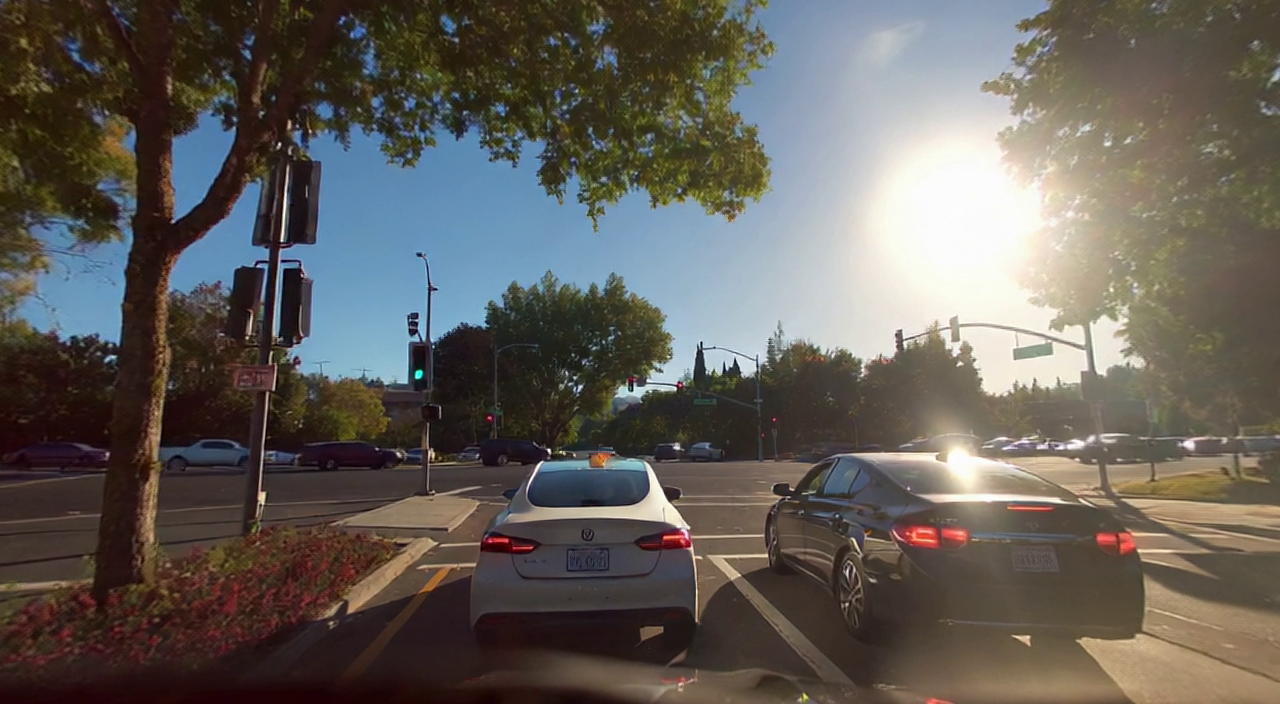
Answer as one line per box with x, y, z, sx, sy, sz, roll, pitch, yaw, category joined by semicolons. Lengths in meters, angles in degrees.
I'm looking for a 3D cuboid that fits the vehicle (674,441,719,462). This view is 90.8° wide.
4.287;7.489;47.488;1.935;1.476;4.849;-4;-9;23;vehicle

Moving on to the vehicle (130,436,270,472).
-19.546;4.553;28.356;4.709;1.514;1.985;3;-9;-21;vehicle

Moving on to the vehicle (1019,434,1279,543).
9.299;2.336;11.450;1.993;1.505;4.721;3;-9;0;vehicle

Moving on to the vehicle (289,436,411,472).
-12.767;4.508;28.047;4.671;1.465;1.934;4;-9;-24;vehicle

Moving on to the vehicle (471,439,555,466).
-7.500;5.942;37.541;1.891;1.472;4.580;-8;-12;44;vehicle

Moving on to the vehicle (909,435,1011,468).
16.562;5.150;32.955;2.001;1.561;4.481;3;-9;-22;vehicle

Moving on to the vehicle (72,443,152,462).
-40.542;7.725;48.593;4.345;1.426;1.722;2;-9;-8;vehicle
